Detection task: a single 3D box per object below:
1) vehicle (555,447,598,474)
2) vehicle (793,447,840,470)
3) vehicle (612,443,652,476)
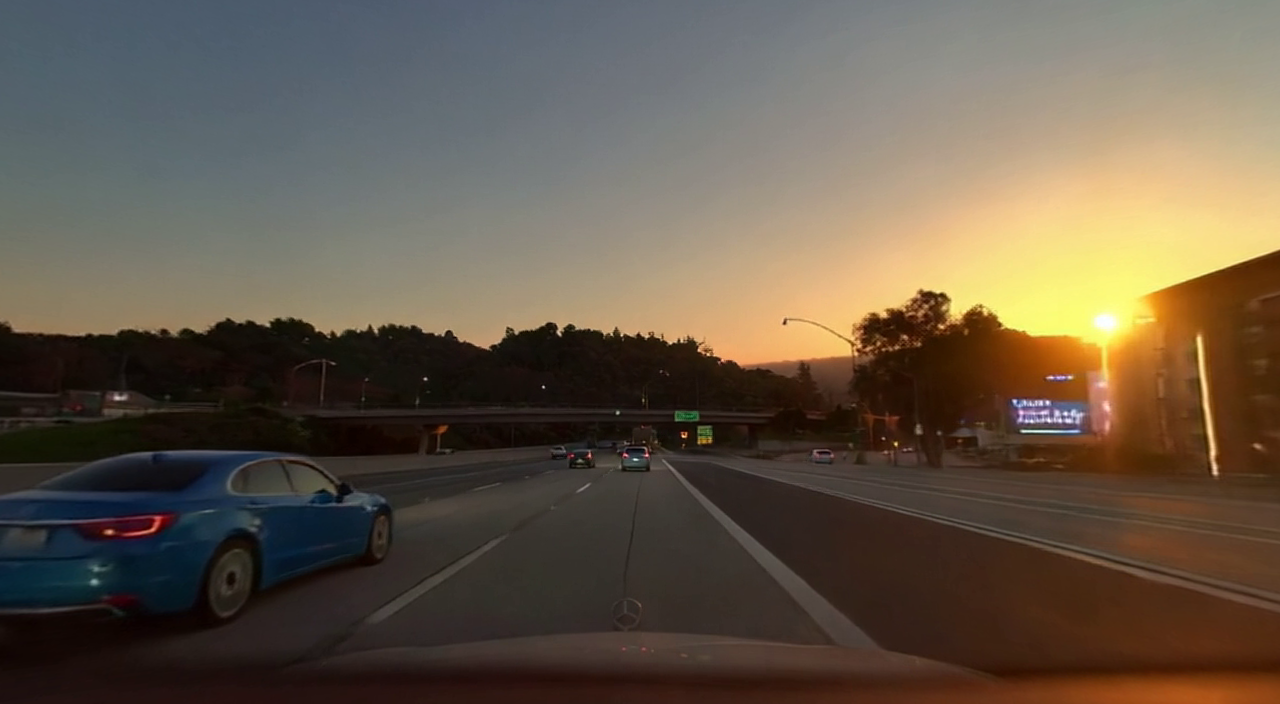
[{"bbox_3d":[-3.848,6.654,38.835,2.071,1.553,4.388,0,-9,2],"label":"vehicle"},{"bbox_3d":[13.864,8.376,49.749,2.246,1.760,4.640,0,-9,-1],"label":"vehicle"},{"bbox_3d":[-0.373,5.910,34.889,2.102,1.692,4.057,0,-9,1],"label":"vehicle"}]
